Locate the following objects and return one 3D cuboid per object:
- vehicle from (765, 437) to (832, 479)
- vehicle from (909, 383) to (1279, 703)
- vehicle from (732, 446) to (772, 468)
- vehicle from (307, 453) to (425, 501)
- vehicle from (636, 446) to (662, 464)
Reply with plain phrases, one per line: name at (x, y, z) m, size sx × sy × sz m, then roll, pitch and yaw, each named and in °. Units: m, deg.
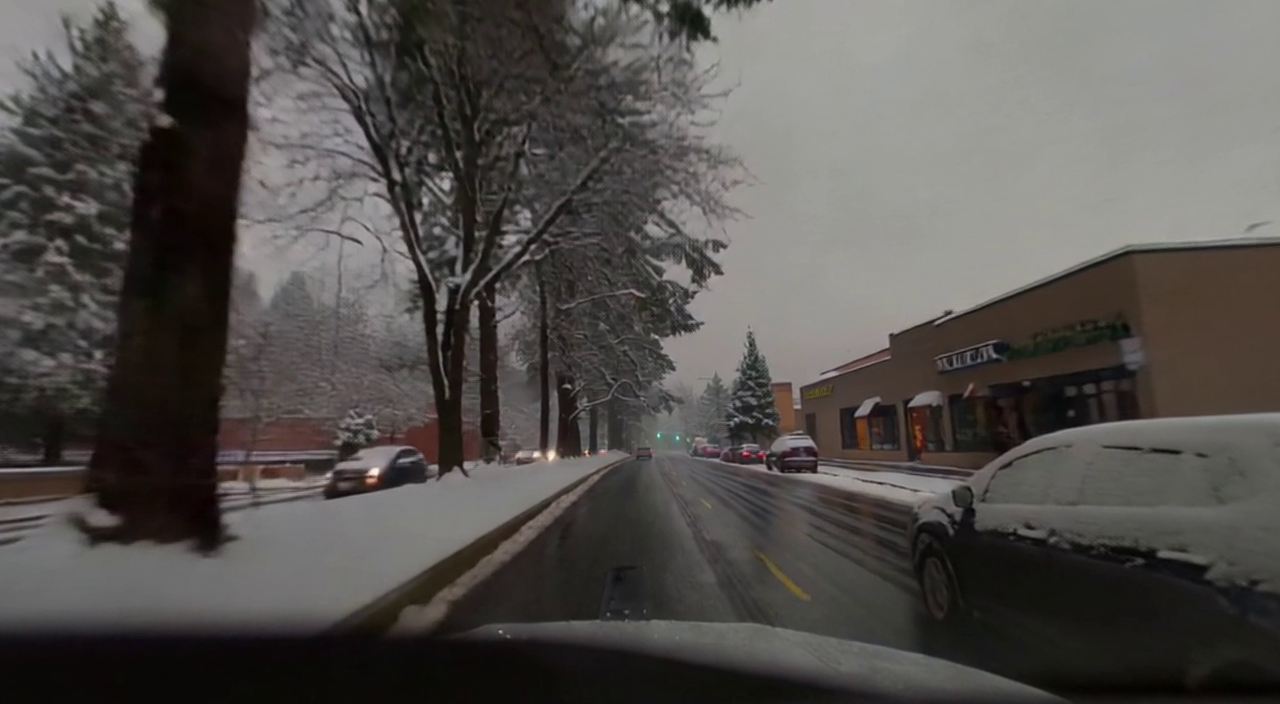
vehicle at (7.544, 5.068, 30.431) m, size 2.050 × 1.838 × 4.535 m, roll 0°, pitch -8°, yaw 0°
vehicle at (2.887, 0.914, 2.332) m, size 1.989 × 1.498 × 4.050 m, roll 0°, pitch -8°, yaw 0°
vehicle at (7.602, 7.135, 43.090) m, size 1.874 × 1.438 × 4.466 m, roll 0°, pitch -8°, yaw -1°
vehicle at (-8.395, 3.838, 19.803) m, size 1.748 × 1.278 × 4.300 m, roll 0°, pitch -8°, yaw 0°
vehicle at (0.660, 7.833, 48.057) m, size 1.945 × 1.343 × 3.827 m, roll 0°, pitch -8°, yaw 0°
